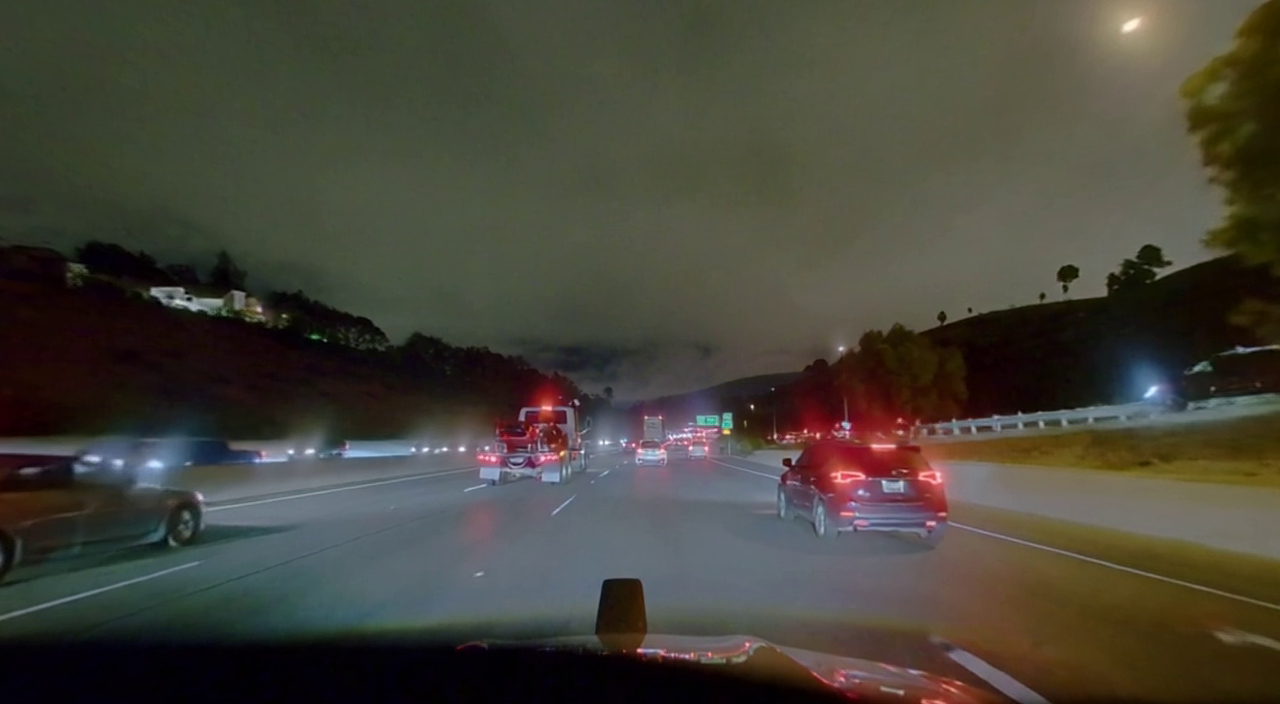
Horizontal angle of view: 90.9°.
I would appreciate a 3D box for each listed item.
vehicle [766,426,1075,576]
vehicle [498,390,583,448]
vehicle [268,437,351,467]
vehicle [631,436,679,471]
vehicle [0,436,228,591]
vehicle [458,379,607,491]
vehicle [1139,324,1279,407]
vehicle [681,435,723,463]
[{"bbox_3d":[3.262,1.806,8.516,2.040,1.481,4.260,0,-8,-3],"label":"vehicle"},{"bbox_3d":[-3.089,2.285,20.618,1.893,1.674,4.766,0,-8,1],"label":"vehicle"},{"bbox_3d":[-19.310,5.844,37.107,2.219,1.653,4.501,0,-8,3],"label":"vehicle"},{"bbox_3d":[0.683,4.638,29.070,2.079,1.499,3.915,0,-8,1],"label":"vehicle"},{"bbox_3d":[-6.763,1.539,6.239,1.964,1.395,4.948,0,-8,1],"label":"vehicle"},{"bbox_3d":[-3.108,2.930,21.803,3.162,2.955,10.282,0,-8,1],"label":"vehicle"},{"bbox_3d":[15.124,0.414,15.479,1.979,1.616,4.268,1,-8,-5],"label":"vehicle"},{"bbox_3d":[3.775,6.025,39.306,2.075,1.614,4.682,0,-8,-1],"label":"vehicle"}]
